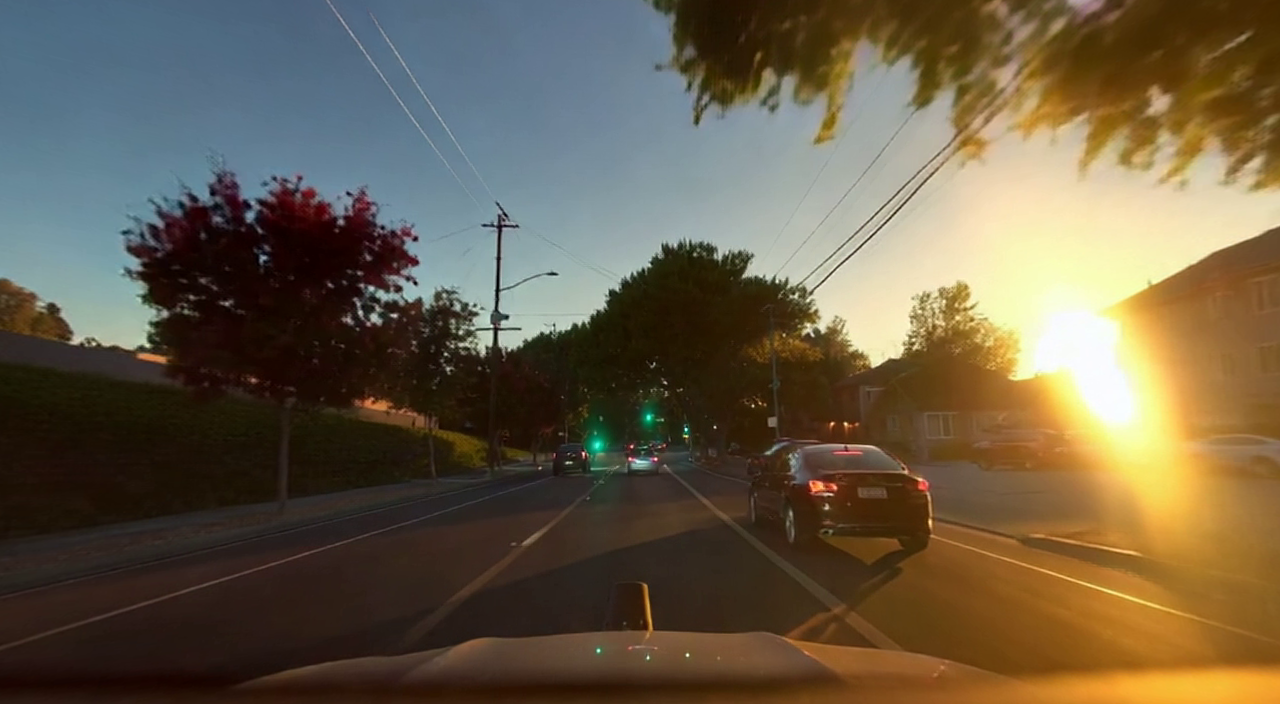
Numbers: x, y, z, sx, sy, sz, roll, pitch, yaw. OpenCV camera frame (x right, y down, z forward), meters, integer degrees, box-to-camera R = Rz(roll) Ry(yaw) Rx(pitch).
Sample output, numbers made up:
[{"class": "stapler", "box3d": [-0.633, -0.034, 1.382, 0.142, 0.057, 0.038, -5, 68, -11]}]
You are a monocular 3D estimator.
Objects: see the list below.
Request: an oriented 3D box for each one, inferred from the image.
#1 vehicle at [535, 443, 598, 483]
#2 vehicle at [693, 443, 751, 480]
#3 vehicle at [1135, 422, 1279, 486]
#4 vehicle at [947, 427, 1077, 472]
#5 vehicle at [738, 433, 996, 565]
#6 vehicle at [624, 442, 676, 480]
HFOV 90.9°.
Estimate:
[{"class": "vehicle", "box3d": [-2.982, 4.582, 26.403, 2.012, 1.505, 4.205, 0, -8, 2]}, {"class": "vehicle", "box3d": [3.479, 4.727, 27.486, 1.943, 1.484, 4.030, 0, -8, -1]}, {"class": "vehicle", "box3d": [20.783, 3.502, 21.956, 2.177, 1.947, 5.935, 0, -8, 0]}, {"class": "vehicle", "box3d": [16.675, 4.454, 28.718, 2.478, 1.836, 5.409, 0, -9, -2]}, {"class": "vehicle", "box3d": [2.944, 2.008, 9.470, 2.158, 1.483, 4.415, 0, -8, -1]}, {"class": "vehicle", "box3d": [0.396, 4.657, 27.247, 2.101, 1.467, 4.210, 0, -8, 0]}]
